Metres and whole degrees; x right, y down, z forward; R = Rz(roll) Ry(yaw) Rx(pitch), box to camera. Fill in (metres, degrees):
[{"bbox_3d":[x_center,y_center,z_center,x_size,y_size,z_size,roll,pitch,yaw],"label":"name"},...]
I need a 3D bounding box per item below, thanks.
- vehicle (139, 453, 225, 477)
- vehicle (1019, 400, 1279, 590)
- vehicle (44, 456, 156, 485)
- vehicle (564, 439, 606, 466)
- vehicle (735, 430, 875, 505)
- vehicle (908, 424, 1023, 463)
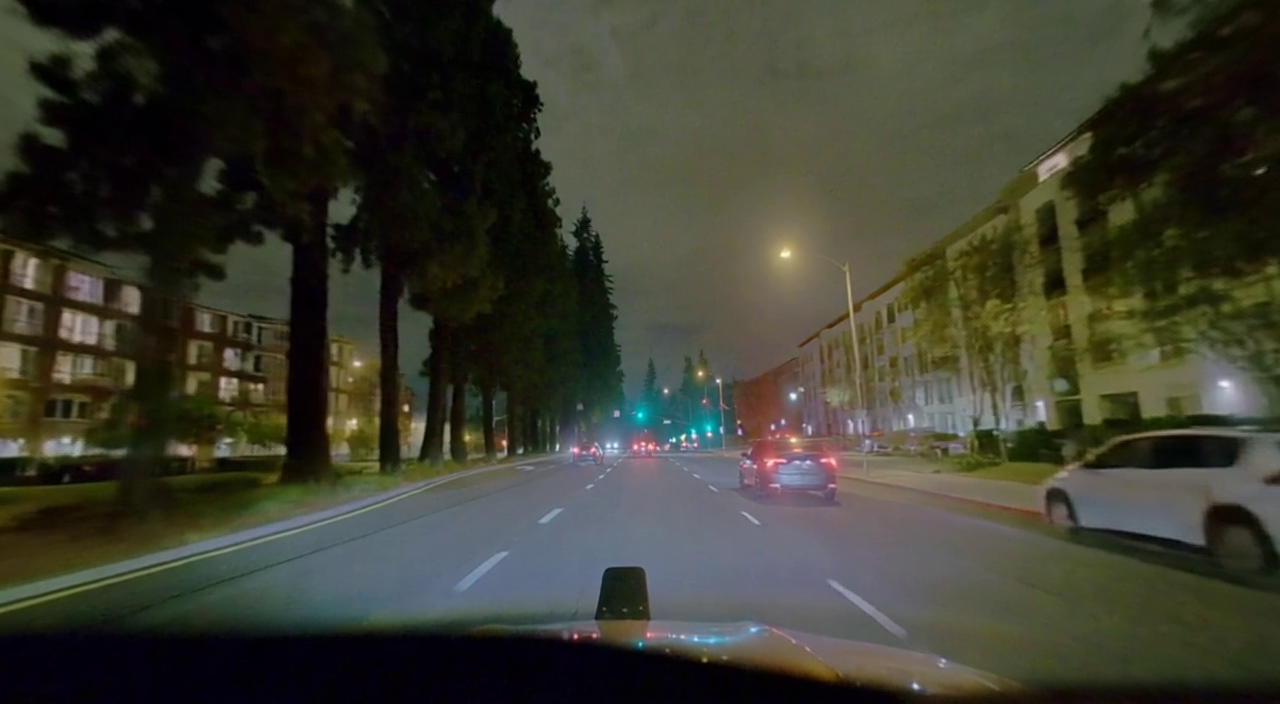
[{"bbox_3d":[-31.036,7.652,42.797,2.067,1.497,4.306,-8,-12,42],"label":"vehicle"},{"bbox_3d":[6.946,1.541,7.310,2.121,1.727,4.789,0,-9,1],"label":"vehicle"},{"bbox_3d":[-30.516,6.666,35.703,2.058,1.461,4.498,-9,-12,44],"label":"vehicle"},{"bbox_3d":[-3.236,6.079,38.142,2.049,1.485,4.656,0,-9,1],"label":"vehicle"},{"bbox_3d":[3.689,2.693,15.072,2.128,1.502,4.572,0,-9,0],"label":"vehicle"},{"bbox_3d":[15.790,4.469,30.764,4.410,1.795,2.078,0,-9,-1],"label":"vehicle"}]
